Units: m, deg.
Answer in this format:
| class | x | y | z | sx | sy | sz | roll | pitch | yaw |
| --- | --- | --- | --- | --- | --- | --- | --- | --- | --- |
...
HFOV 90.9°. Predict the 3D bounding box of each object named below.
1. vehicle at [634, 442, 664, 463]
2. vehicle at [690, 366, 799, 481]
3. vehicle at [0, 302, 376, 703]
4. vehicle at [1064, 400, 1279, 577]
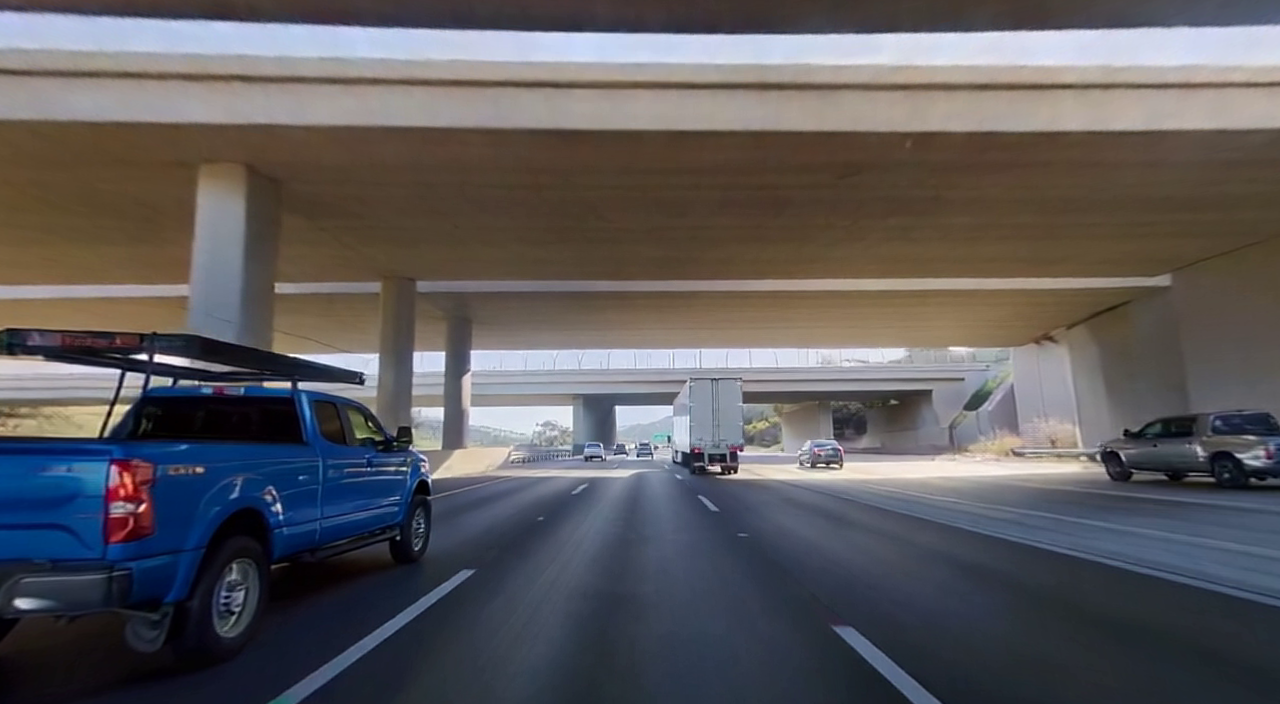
| class | x | y | z | sx | sy | sz | roll | pitch | yaw |
| --- | --- | --- | --- | --- | --- | --- | --- | --- | --- |
| vehicle | 0.680 | 7.293 | 45.892 | 2.092 | 1.446 | 4.092 | 0 | -8 | 1 |
| vehicle | 4.176 | 3.457 | 28.773 | 2.885 | 4.036 | 12.891 | 0 | -8 | 1 |
| vehicle | -4.526 | 0.976 | 4.417 | 2.599 | 2.054 | 6.288 | 0 | -8 | 0 |
| vehicle | 7.219 | 1.430 | 6.848 | 1.999 | 1.700 | 4.640 | 0 | -8 | 1 |
